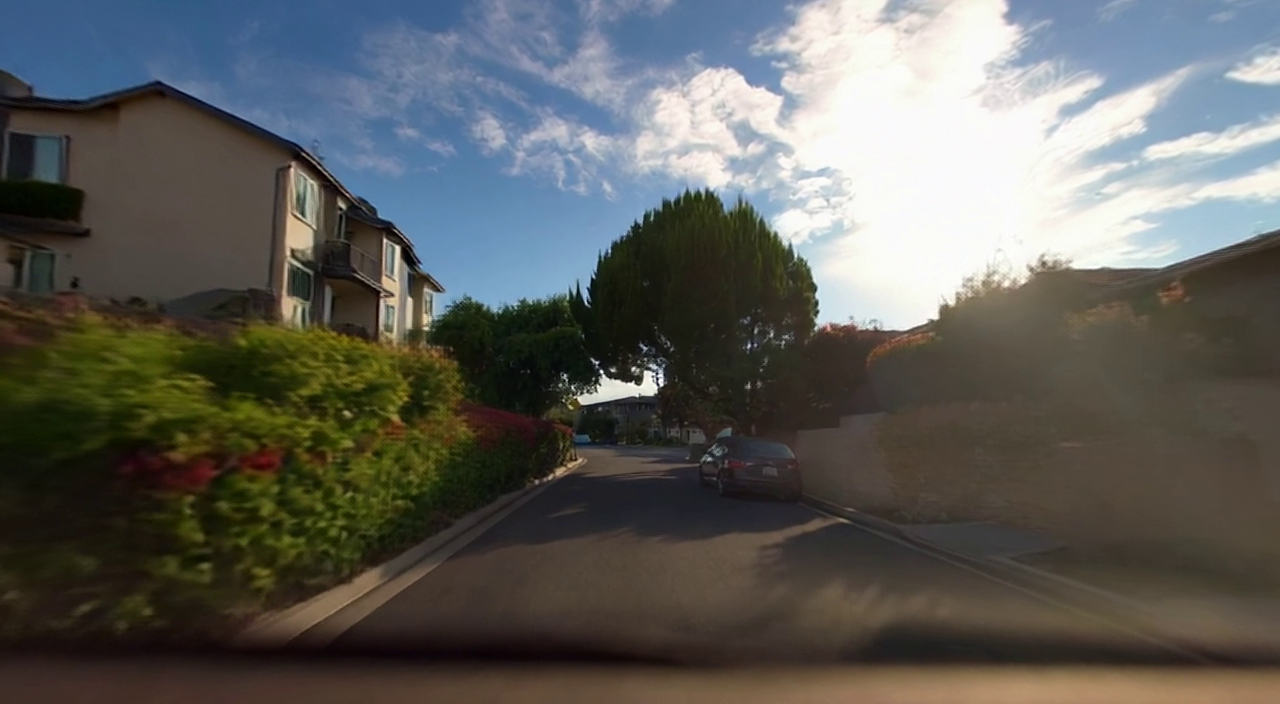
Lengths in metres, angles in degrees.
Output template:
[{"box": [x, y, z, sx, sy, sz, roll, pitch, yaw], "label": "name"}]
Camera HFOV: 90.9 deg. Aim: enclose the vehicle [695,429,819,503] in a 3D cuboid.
[{"box": [2.612, 2.625, 15.129, 1.955, 1.498, 4.046, 0, -7, -4], "label": "vehicle"}]
